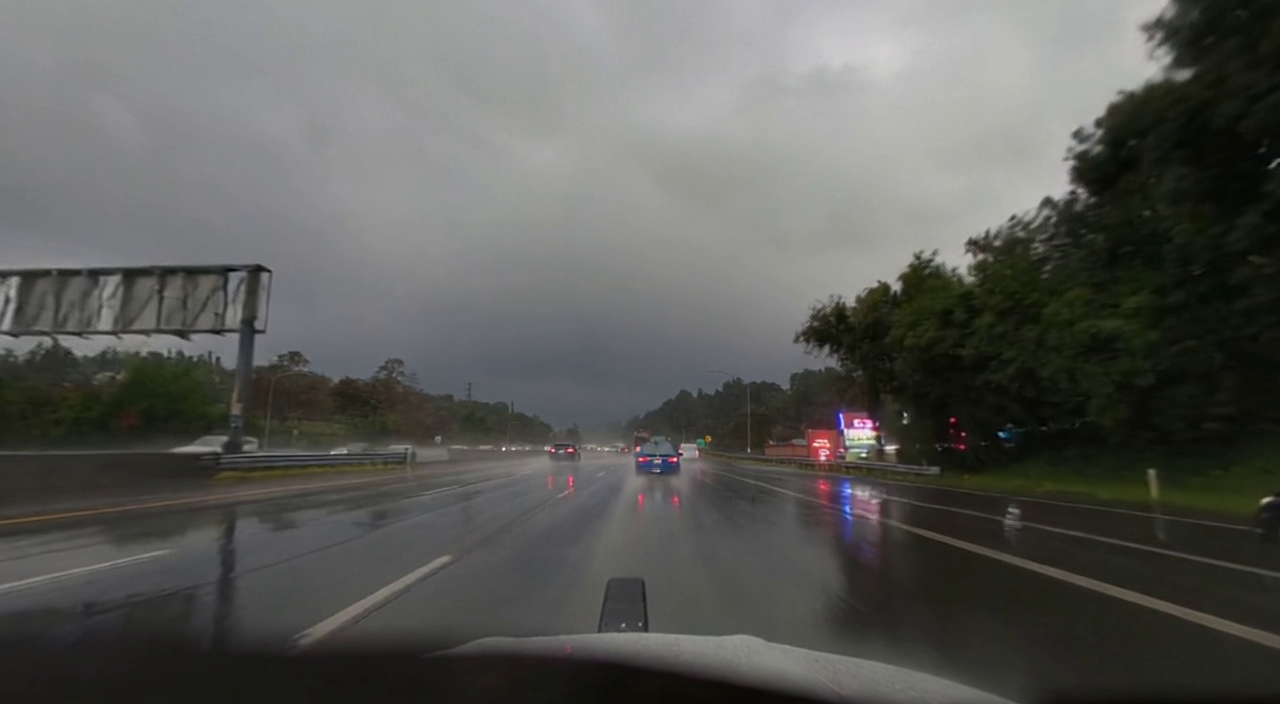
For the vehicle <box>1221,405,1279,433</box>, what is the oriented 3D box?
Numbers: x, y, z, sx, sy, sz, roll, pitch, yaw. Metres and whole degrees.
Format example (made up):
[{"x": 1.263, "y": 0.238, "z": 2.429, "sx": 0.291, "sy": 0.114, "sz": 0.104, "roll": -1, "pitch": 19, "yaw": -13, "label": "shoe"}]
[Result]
[{"x": 35.448, "y": 3.728, "z": 34.927, "sx": 1.781, "sy": 1.456, "sz": 4.462, "roll": 7, "pitch": -10, "yaw": -38, "label": "vehicle"}]

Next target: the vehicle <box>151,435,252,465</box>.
[{"x": -25.148, "y": 5.643, "z": 36.464, "sx": 1.948, "sy": 1.623, "sz": 5.279, "roll": 0, "pitch": -8, "yaw": 2, "label": "vehicle"}]

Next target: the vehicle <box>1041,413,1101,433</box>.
[{"x": 33.417, "y": 5.542, "z": 49.038, "sx": 1.782, "sy": 1.506, "sz": 3.935, "roll": 0, "pitch": -8, "yaw": -2, "label": "vehicle"}]

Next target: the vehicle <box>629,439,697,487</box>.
[{"x": 0.754, "y": 3.772, "z": 21.780, "sx": 2.113, "sy": 1.464, "sz": 4.073, "roll": 0, "pitch": -8, "yaw": 1, "label": "vehicle"}]

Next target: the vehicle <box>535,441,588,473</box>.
[{"x": -4.000, "y": 5.427, "z": 32.868, "sx": 2.047, "sy": 1.497, "sz": 4.208, "roll": 0, "pitch": -8, "yaw": 2, "label": "vehicle"}]
